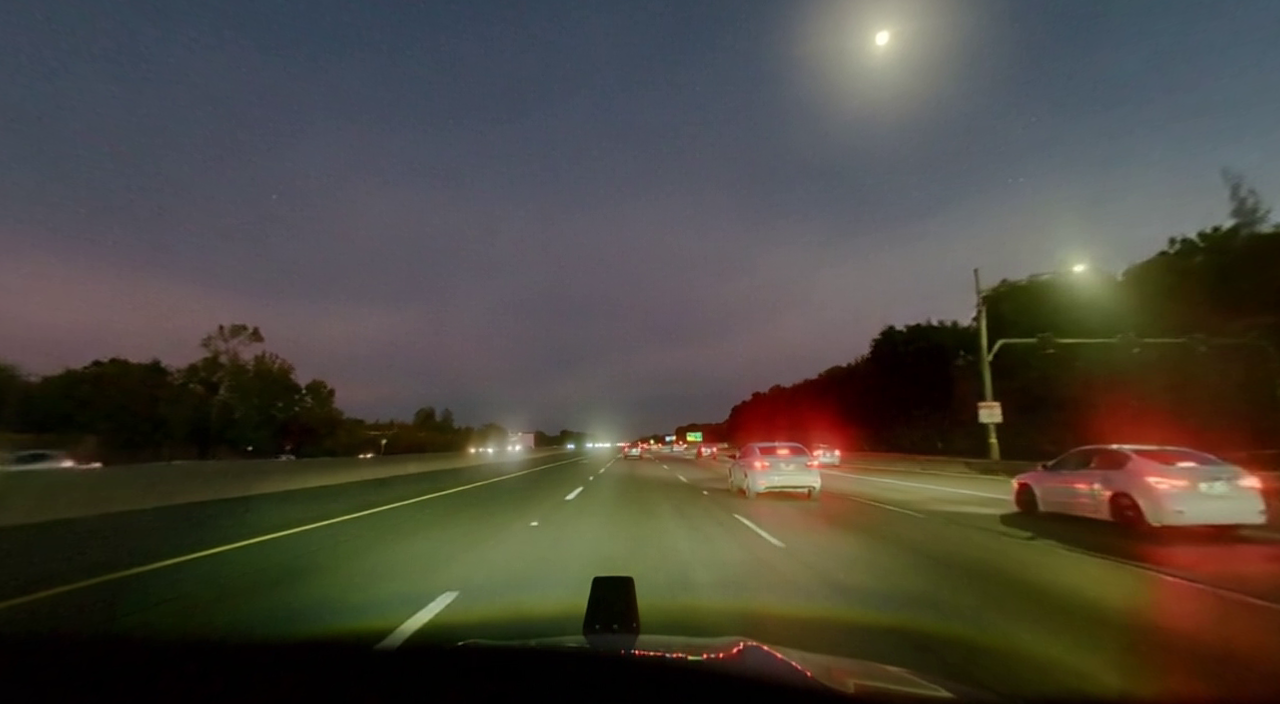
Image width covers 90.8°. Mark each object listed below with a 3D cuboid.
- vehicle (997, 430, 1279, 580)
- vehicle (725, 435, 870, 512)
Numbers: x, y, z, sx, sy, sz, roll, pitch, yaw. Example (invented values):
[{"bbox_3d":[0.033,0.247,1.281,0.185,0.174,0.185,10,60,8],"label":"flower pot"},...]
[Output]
[{"bbox_3d":[7.248,1.885,8.702,1.946,1.497,4.467,0,-9,-1],"label":"vehicle"},{"bbox_3d":[3.374,2.716,14.616,2.076,1.472,4.562,0,-8,-1],"label":"vehicle"}]
